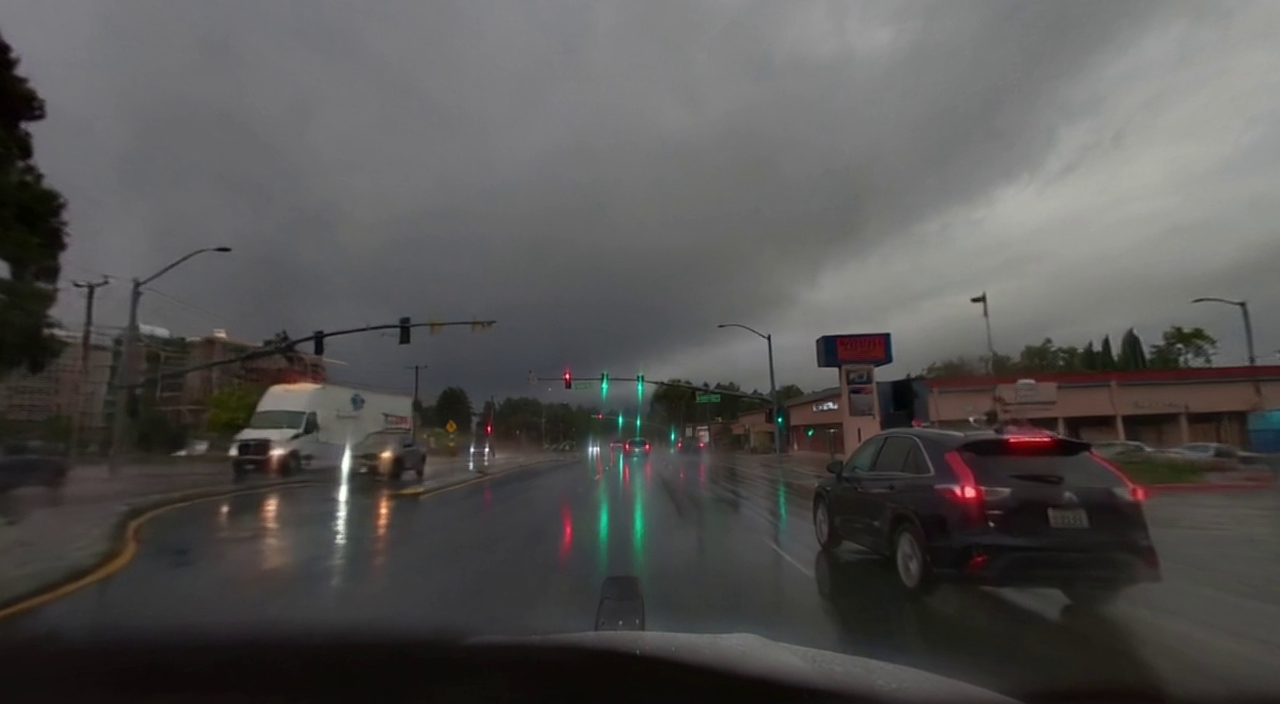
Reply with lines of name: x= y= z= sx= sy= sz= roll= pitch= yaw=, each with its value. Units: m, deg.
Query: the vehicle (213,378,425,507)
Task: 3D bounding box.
vehicle: x=-7.309 y=2.210 z=15.411 sx=2.334 sy=2.525 sz=5.893 roll=0 pitch=-9 yaw=-4

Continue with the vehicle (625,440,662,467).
vehicle: x=0.130 y=5.962 z=37.203 sx=2.023 sy=1.532 sz=3.891 roll=0 pitch=-9 yaw=-2

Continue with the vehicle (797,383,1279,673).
vehicle: x=3.057 y=1.352 z=5.960 sx=1.969 sy=1.682 sz=4.387 roll=0 pitch=-9 yaw=0

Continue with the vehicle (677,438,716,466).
vehicle: x=3.544 y=6.359 z=40.218 sx=2.085 sy=1.668 sz=4.077 roll=0 pitch=-9 yaw=-1
